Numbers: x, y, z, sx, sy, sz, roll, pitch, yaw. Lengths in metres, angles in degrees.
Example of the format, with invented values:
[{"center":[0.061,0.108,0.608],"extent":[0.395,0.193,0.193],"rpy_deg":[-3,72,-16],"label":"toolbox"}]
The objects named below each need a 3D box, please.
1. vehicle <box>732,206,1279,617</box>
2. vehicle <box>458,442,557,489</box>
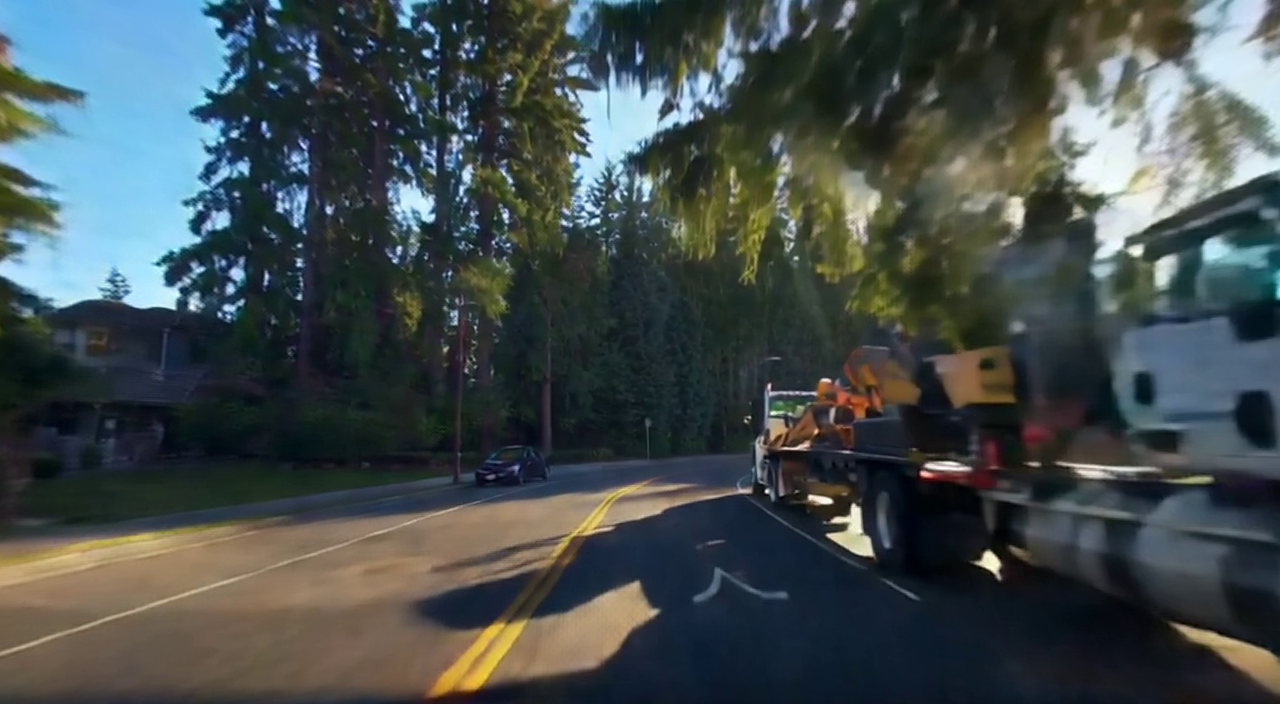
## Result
[{"center":[3.915,1.436,11.001],"extent":[2.834,3.143,12.517],"rpy_deg":[0,-10,0],"label":"vehicle"},{"center":[-4.539,3.938,22.382],"extent":[1.930,1.487,4.213],"rpy_deg":[-1,-8,10],"label":"vehicle"}]
